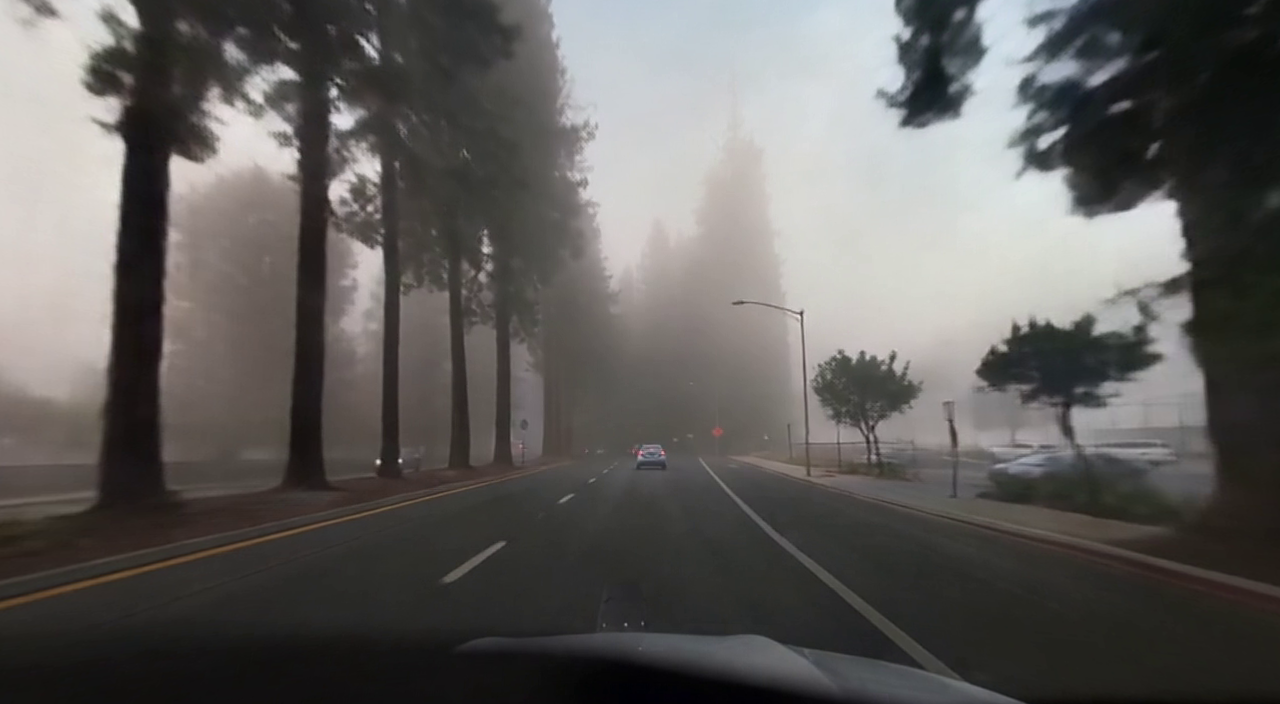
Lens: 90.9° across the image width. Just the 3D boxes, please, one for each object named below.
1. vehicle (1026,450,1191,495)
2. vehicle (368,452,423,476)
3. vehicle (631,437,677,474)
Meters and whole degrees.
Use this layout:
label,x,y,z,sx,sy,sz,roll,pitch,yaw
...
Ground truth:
label,x,y,z,sx,sy,sz,roll,pitch,yaw
vehicle,15.409,3.971,20.907,3.913,1.384,1.893,0,-9,2
vehicle,-16.223,7.410,42.019,1.895,1.513,4.362,0,-9,0
vehicle,0.666,5.102,31.148,2.135,1.691,3.884,0,-9,1
